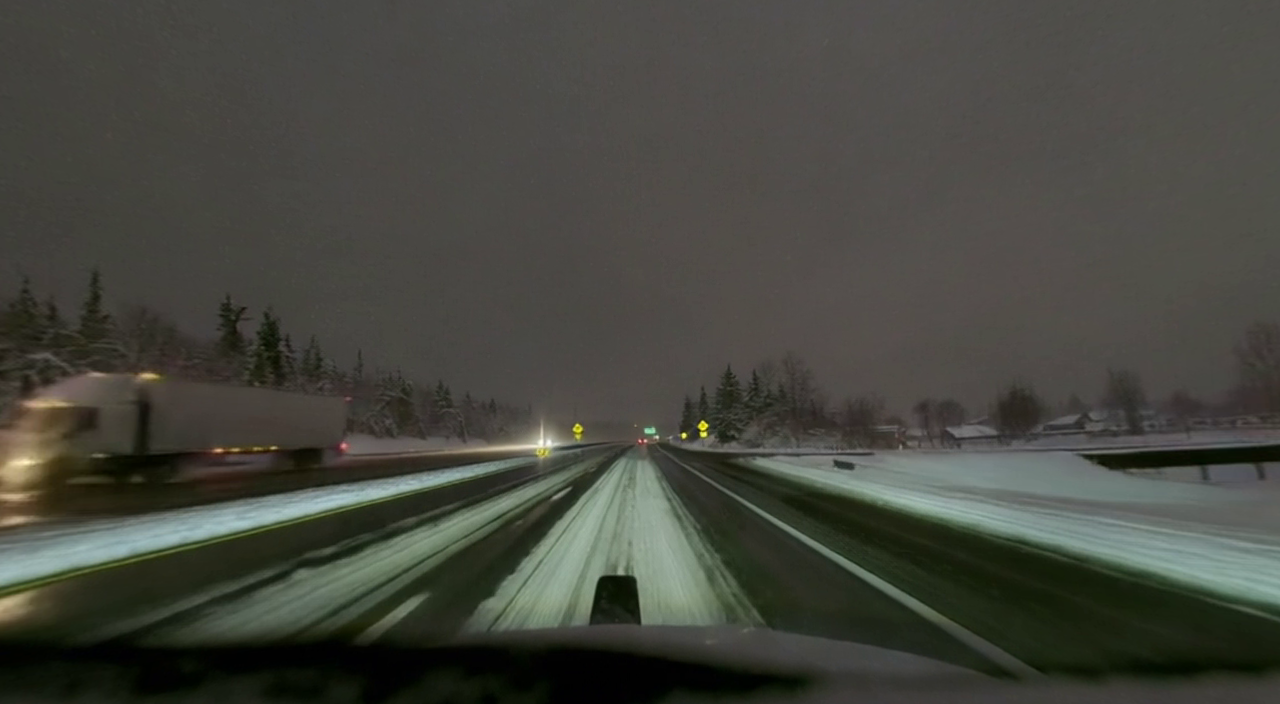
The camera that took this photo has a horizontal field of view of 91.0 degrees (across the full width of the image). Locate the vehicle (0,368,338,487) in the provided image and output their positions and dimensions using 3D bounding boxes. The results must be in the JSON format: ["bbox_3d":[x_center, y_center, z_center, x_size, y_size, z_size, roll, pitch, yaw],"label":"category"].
[{"bbox_3d":[-20.996,3.823,30.255,3.342,3.886,19.463,-1,-8,0],"label":"vehicle"}]
